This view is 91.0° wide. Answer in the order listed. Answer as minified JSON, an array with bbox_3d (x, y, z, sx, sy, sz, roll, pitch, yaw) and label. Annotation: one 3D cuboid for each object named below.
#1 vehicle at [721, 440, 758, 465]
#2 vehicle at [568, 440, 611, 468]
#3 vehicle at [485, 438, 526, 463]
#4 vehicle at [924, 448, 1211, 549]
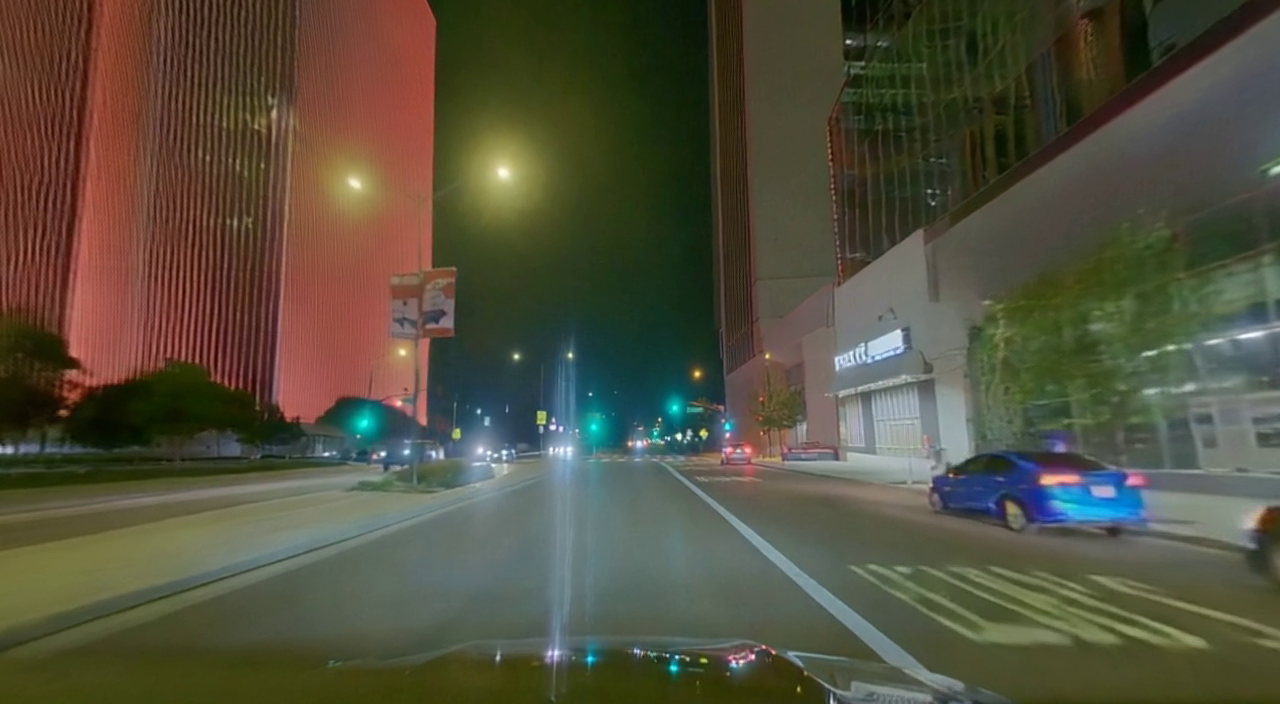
[{"bbox_3d":[7.285,7.376,46.343,1.950,1.686,4.509,0,-8,-1],"label":"vehicle"},{"bbox_3d":[-2.822,5.816,35.997,2.078,1.471,4.217,0,-8,0],"label":"vehicle"},{"bbox_3d":[-10.385,7.646,48.934,2.155,1.830,4.564,0,-8,0],"label":"vehicle"},{"bbox_3d":[7.294,2.487,11.518,2.009,1.429,4.562,0,-8,-1],"label":"vehicle"}]
